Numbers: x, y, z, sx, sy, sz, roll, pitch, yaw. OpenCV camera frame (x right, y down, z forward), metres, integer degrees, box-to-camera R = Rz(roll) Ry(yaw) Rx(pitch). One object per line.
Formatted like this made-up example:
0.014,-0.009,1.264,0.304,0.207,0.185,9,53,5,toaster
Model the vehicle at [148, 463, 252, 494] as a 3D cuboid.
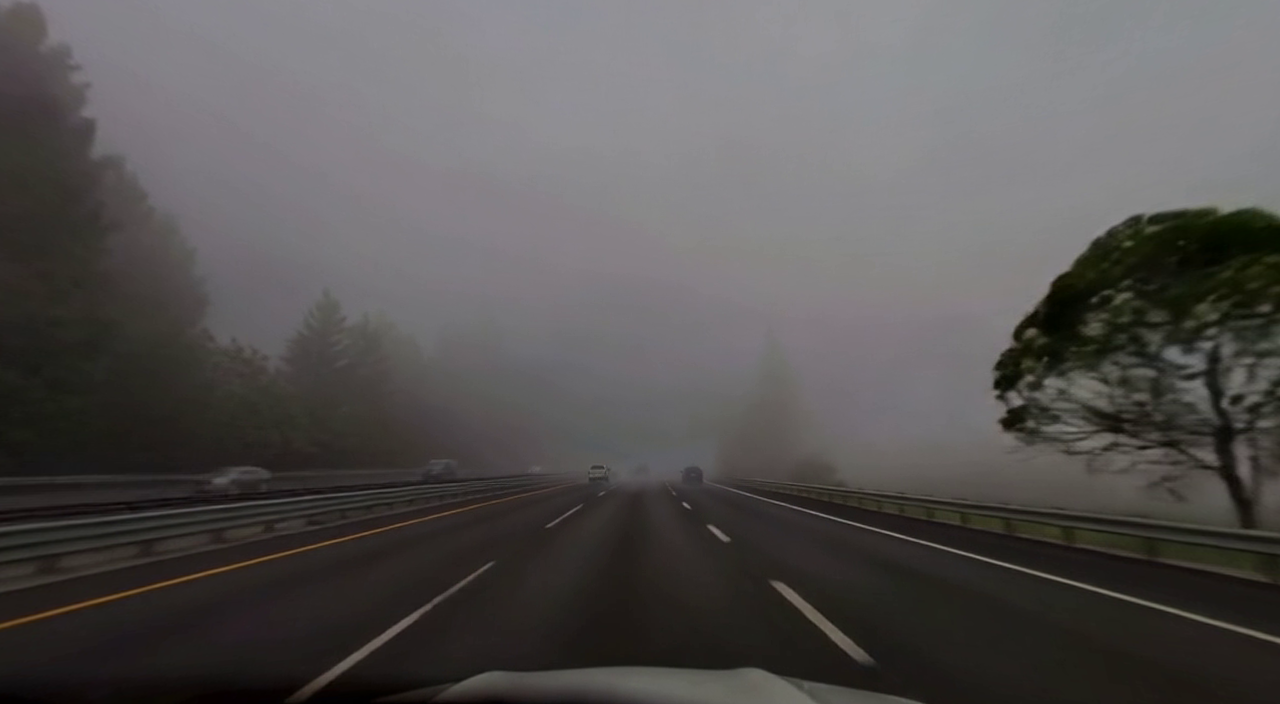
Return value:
-20.672,5.950,29.833,1.917,1.373,4.065,0,-10,2,vehicle
